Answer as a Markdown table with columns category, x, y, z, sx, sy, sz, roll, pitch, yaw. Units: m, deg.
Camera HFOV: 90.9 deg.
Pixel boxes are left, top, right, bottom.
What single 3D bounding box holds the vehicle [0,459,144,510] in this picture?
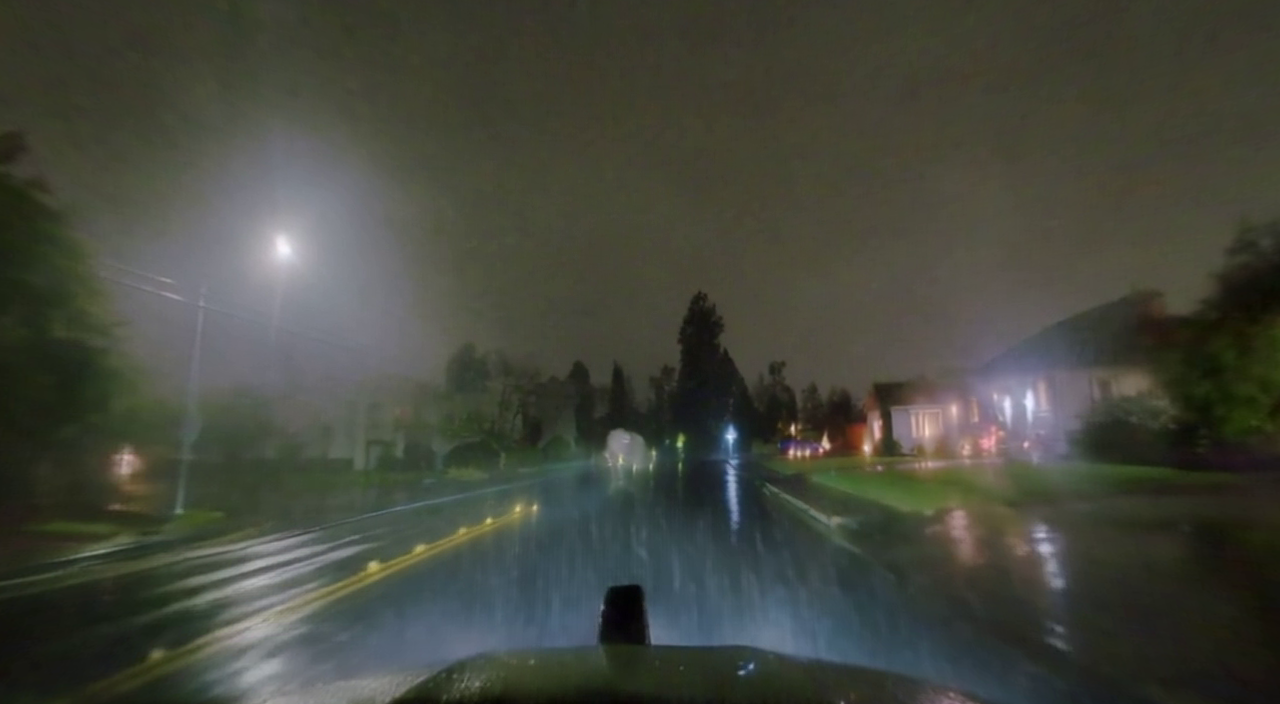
| category | x | y | z | sx | sy | sz | roll | pitch | yaw |
| --- | --- | --- | --- | --- | --- | --- | --- | --- | --- |
| vehicle | -19.674 | 4.475 | 21.375 | 4.270 | 1.481 | 1.972 | -3 | -9 | 8 |
